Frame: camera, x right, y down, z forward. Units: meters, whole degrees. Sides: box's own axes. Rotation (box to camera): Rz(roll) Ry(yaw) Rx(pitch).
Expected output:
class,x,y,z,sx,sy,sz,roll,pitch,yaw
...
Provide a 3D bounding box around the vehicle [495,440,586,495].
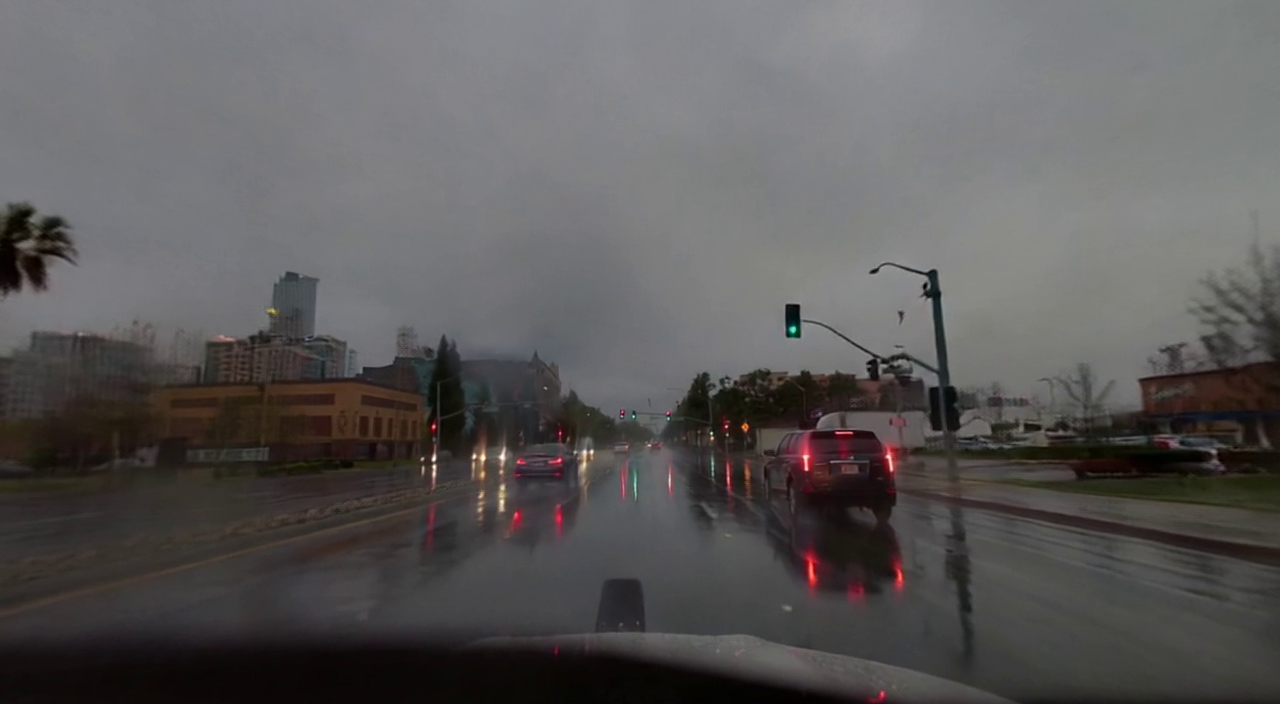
class,x,y,z,sx,sy,sz,roll,pitch,yaw
vehicle,-2.919,3.503,19.471,2.034,1.498,3.995,-1,-9,2

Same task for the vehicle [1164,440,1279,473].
class,x,y,z,sx,sy,sz,roll,pitch,yaw
vehicle,31.827,5.626,34.274,1.947,1.539,5.296,-2,-8,-4

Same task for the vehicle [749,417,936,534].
class,x,y,z,sx,sy,sz,roll,pitch,yaw
vehicle,3.373,2.152,11.542,1.982,1.711,4.276,0,-9,0
